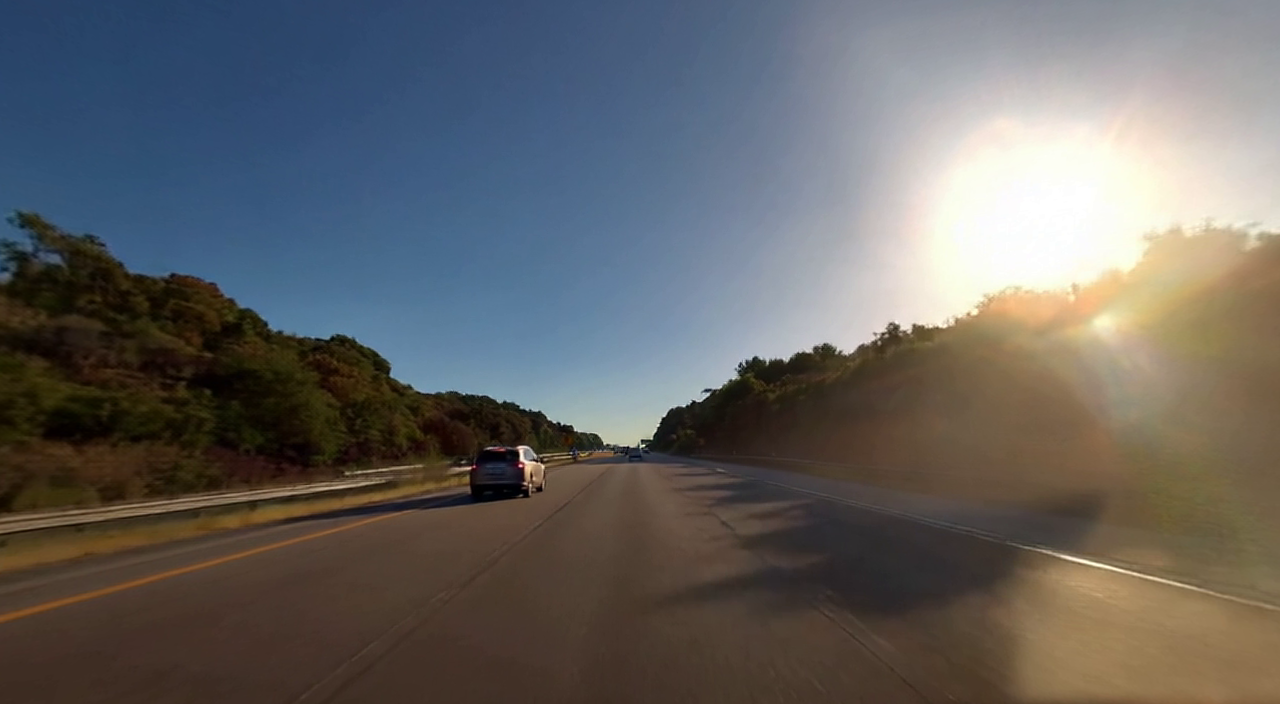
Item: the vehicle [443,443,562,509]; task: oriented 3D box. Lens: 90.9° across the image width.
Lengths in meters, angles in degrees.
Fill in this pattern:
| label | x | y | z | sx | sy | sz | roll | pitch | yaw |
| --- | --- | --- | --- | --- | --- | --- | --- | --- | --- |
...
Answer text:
| label | x | y | z | sx | sy | sz | roll | pitch | yaw |
| --- | --- | --- | --- | --- | --- | --- | --- | --- | --- |
| vehicle | -3.424 | 3.202 | 16.715 | 2.054 | 1.475 | 4.708 | 0 | -9 | 0 |
